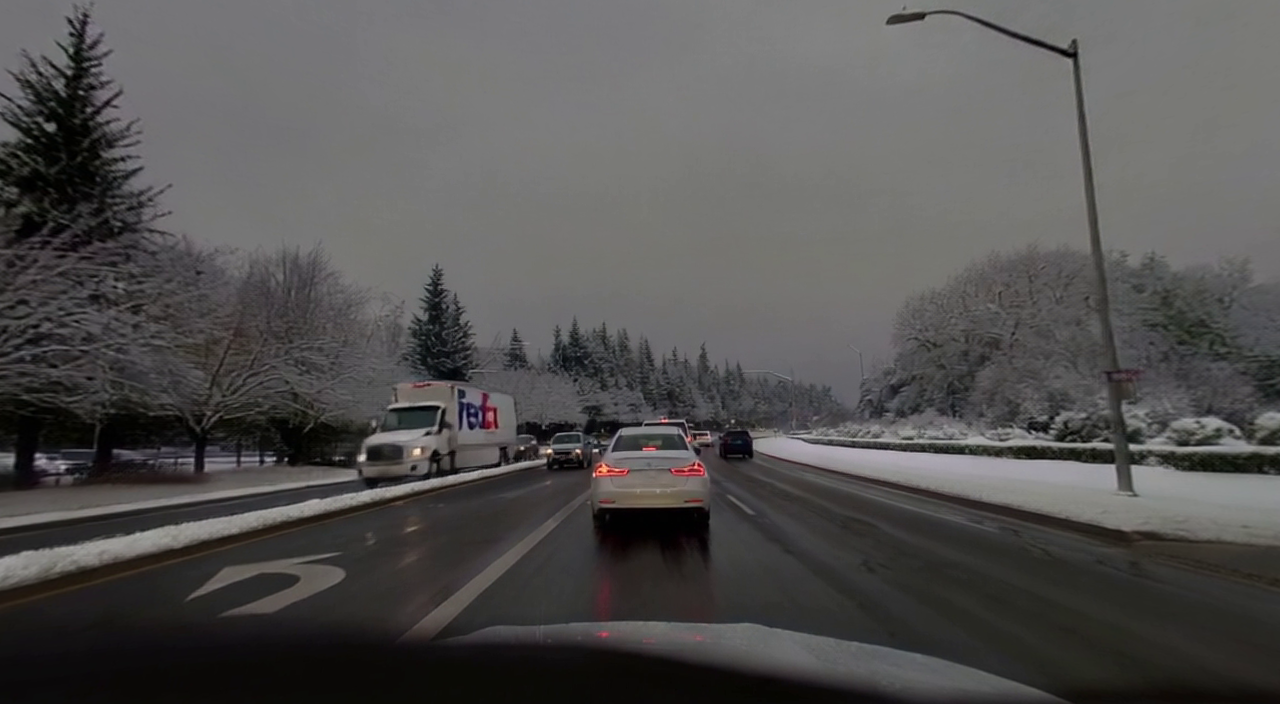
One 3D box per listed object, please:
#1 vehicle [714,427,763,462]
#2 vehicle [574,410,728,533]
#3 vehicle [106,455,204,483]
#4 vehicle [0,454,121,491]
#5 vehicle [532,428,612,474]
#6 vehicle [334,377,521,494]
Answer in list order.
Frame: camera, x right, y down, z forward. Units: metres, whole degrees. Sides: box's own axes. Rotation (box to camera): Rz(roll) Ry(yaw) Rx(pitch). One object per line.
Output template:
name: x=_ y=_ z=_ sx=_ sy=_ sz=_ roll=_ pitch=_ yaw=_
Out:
vehicle: x=5.402 y=5.162 z=35.113 sx=2.155 sy=1.786 sz=4.459 roll=-1 pitch=-8 yaw=3
vehicle: x=0.180 y=1.982 z=10.996 sx=2.154 sy=1.710 sz=4.128 roll=-1 pitch=-8 yaw=1
vehicle: x=-27.042 y=6.510 z=35.195 sx=4.260 sy=1.498 sz=1.769 roll=-2 pitch=-8 yaw=9
vehicle: x=-28.015 y=5.754 z=30.232 sx=4.743 sy=1.671 sz=1.842 roll=-1 pitch=-8 yaw=4
vehicle: x=-2.755 y=4.191 z=26.943 sx=2.057 sy=1.786 sz=4.725 roll=-2 pitch=-8 yaw=11
vehicle: x=-6.995 y=3.072 z=22.891 sx=2.961 sy=3.316 sz=9.483 roll=-1 pitch=-8 yaw=4
